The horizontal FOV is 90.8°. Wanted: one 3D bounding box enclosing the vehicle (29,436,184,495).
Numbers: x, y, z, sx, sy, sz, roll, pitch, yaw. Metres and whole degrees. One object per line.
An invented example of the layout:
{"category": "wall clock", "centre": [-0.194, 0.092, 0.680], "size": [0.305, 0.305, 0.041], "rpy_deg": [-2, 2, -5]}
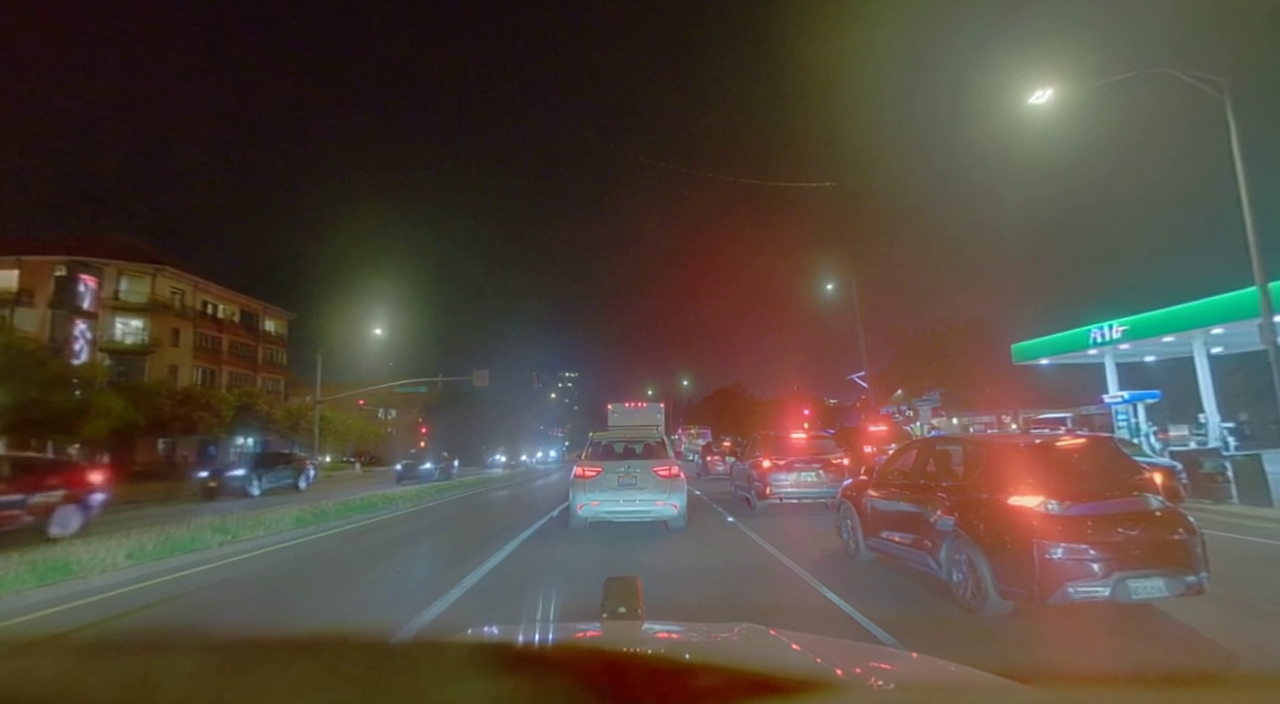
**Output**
{"category": "vehicle", "centre": [-26.942, 5.712, 32.348], "size": [2.571, 2.711, 6.027], "rpy_deg": [0, -9, 0]}

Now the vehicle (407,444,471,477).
{"category": "vehicle", "centre": [-11.078, 5.982, 35.206], "size": [2.055, 1.663, 4.637], "rpy_deg": [0, -9, 0]}

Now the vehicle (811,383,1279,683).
{"category": "vehicle", "centre": [3.347, 1.357, 5.916], "size": [2.056, 1.700, 4.399], "rpy_deg": [0, -9, -3]}

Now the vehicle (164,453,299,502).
{"category": "vehicle", "centre": [-14.421, 4.416, 22.689], "size": [1.883, 1.479, 4.471], "rpy_deg": [0, -9, -1]}

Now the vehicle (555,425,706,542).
{"category": "vehicle", "centre": [-0.173, 2.122, 10.777], "size": [2.106, 1.613, 3.697], "rpy_deg": [0, -9, -1]}

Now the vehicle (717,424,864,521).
{"category": "vehicle", "centre": [2.927, 2.447, 13.290], "size": [1.995, 1.677, 4.106], "rpy_deg": [0, -9, -1]}
